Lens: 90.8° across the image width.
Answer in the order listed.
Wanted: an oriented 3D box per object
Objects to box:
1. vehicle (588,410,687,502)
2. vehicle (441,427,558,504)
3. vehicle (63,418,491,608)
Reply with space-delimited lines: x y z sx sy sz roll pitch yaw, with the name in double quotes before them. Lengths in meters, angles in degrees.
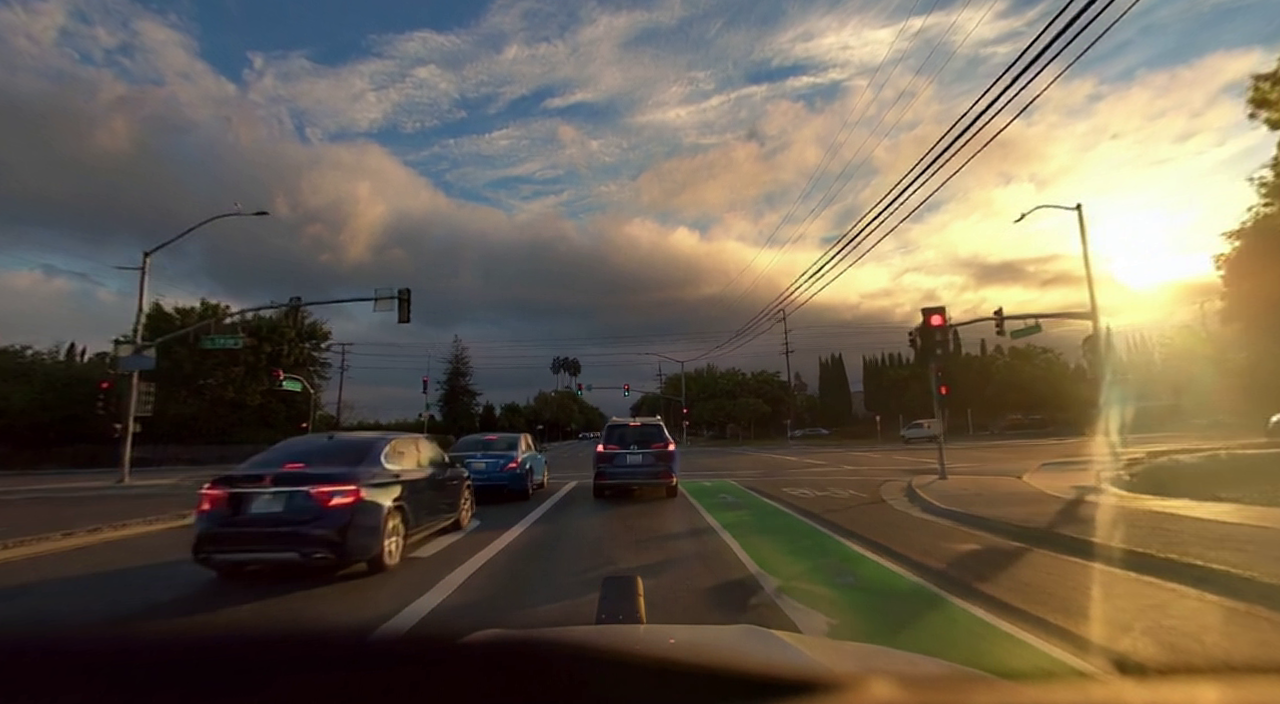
"vehicle" -0.094 2.572 15.770 2.036 1.885 5.196 0 -9 -1
"vehicle" -3.043 2.554 14.513 1.726 1.506 3.840 0 -9 1
"vehicle" -3.518 1.618 7.734 2.138 1.488 5.327 0 -7 -1
